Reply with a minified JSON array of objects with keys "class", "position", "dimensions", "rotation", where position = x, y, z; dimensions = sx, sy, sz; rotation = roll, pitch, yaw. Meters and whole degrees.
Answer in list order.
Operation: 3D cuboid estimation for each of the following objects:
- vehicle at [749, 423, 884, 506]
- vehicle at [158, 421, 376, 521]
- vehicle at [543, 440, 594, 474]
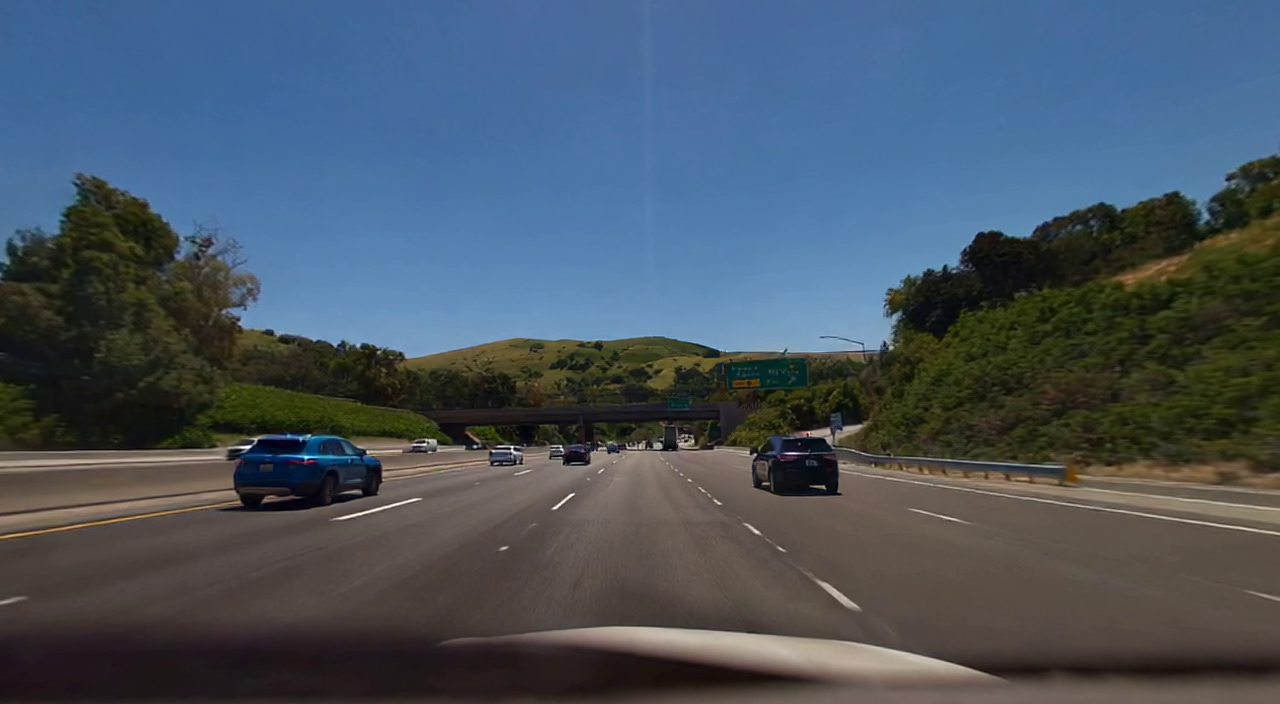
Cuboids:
[{"class":"vehicle","position":[4.099,2.711,15.546],"dimensions":[1.950,1.719,4.545],"rotation":[0,-9,-1]},{"class":"vehicle","position":[-7.268,2.354,12.941],"dimensions":[1.860,1.694,4.173],"rotation":[0,-9,0]},{"class":"vehicle","position":[-3.372,5.046,30.480],"dimensions":[1.925,1.509,4.363],"rotation":[0,-9,0]}]
